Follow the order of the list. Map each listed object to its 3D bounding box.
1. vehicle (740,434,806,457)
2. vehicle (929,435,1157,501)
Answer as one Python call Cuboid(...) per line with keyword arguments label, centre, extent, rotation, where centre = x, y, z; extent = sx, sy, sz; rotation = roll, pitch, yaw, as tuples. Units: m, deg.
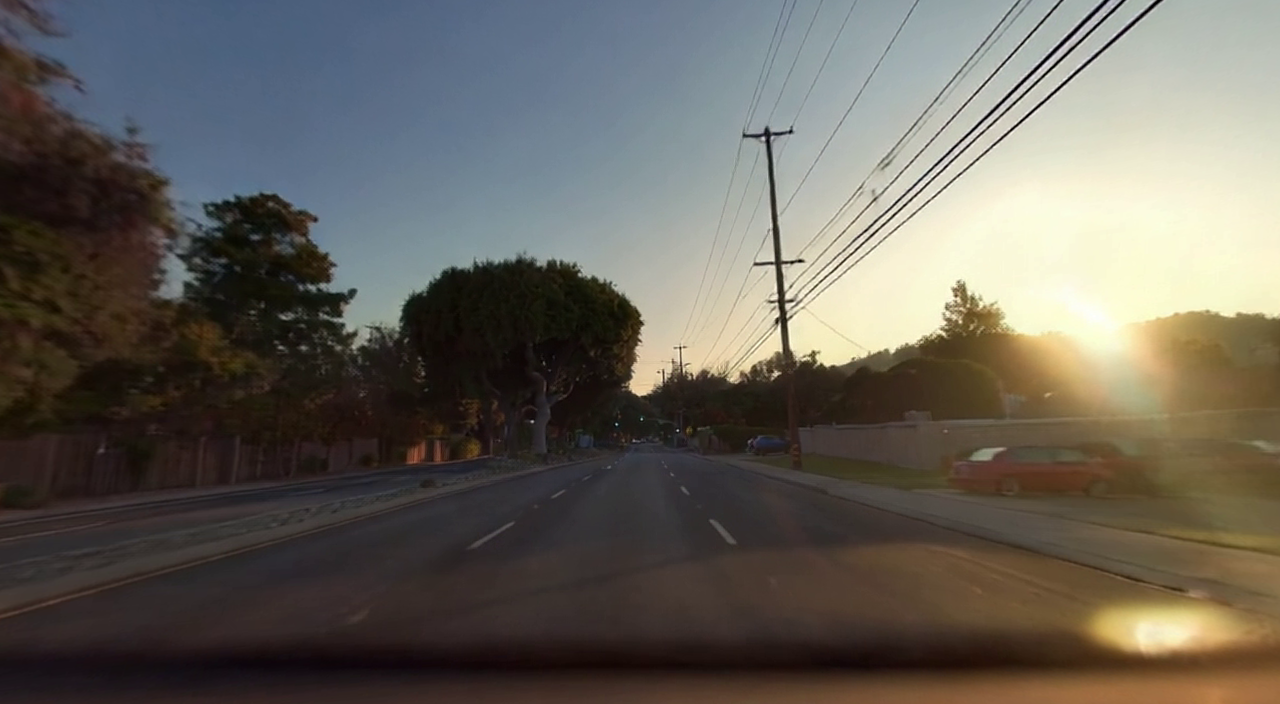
Cuboid(label="vehicle", centre=(9.871, 6.992, 47.189), extent=(4.387, 1.680, 1.958), rotation=(1, -8, -3))
Cuboid(label="vehicle", centre=(9.291, 2.678, 14.797), extent=(4.159, 1.408, 1.822), rotation=(1, -8, -5))
